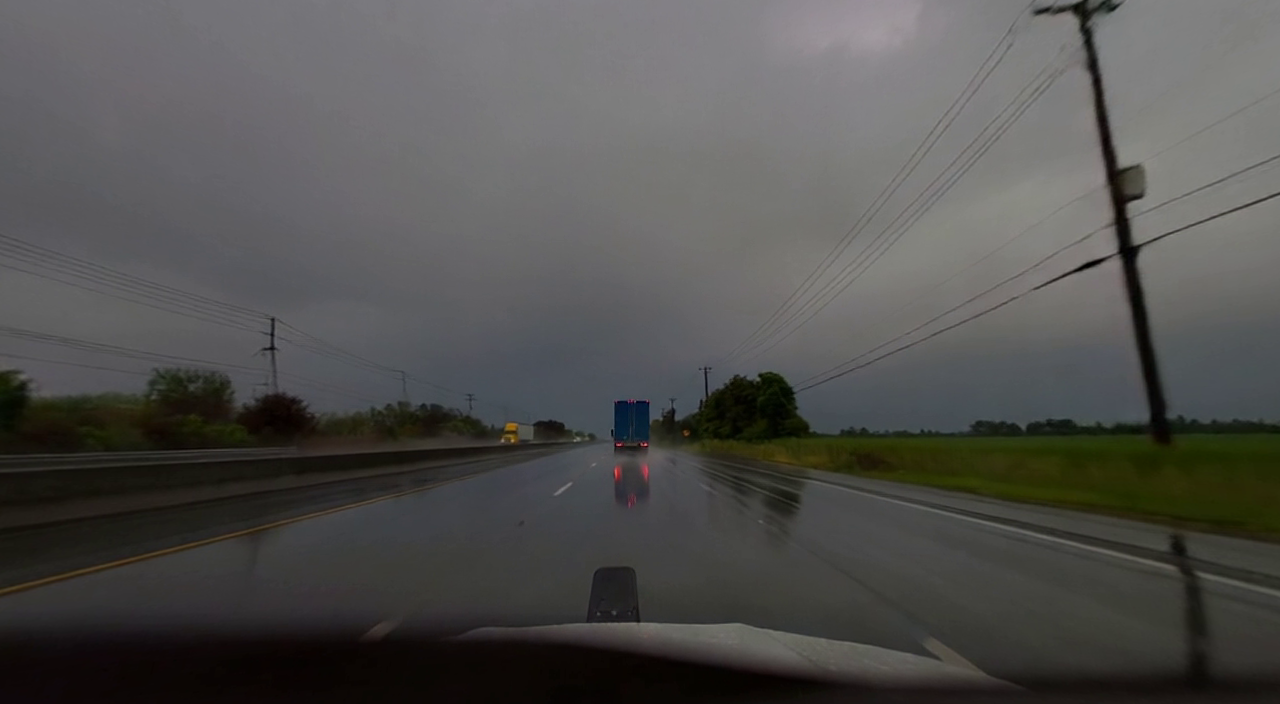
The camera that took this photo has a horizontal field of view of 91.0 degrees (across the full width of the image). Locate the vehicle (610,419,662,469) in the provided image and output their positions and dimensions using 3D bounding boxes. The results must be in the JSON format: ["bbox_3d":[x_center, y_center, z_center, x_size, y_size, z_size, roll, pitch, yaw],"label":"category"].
[{"bbox_3d":[-0.270,4.345,29.728,2.240,2.129,4.480,0,-8,-2],"label":"vehicle"}]
